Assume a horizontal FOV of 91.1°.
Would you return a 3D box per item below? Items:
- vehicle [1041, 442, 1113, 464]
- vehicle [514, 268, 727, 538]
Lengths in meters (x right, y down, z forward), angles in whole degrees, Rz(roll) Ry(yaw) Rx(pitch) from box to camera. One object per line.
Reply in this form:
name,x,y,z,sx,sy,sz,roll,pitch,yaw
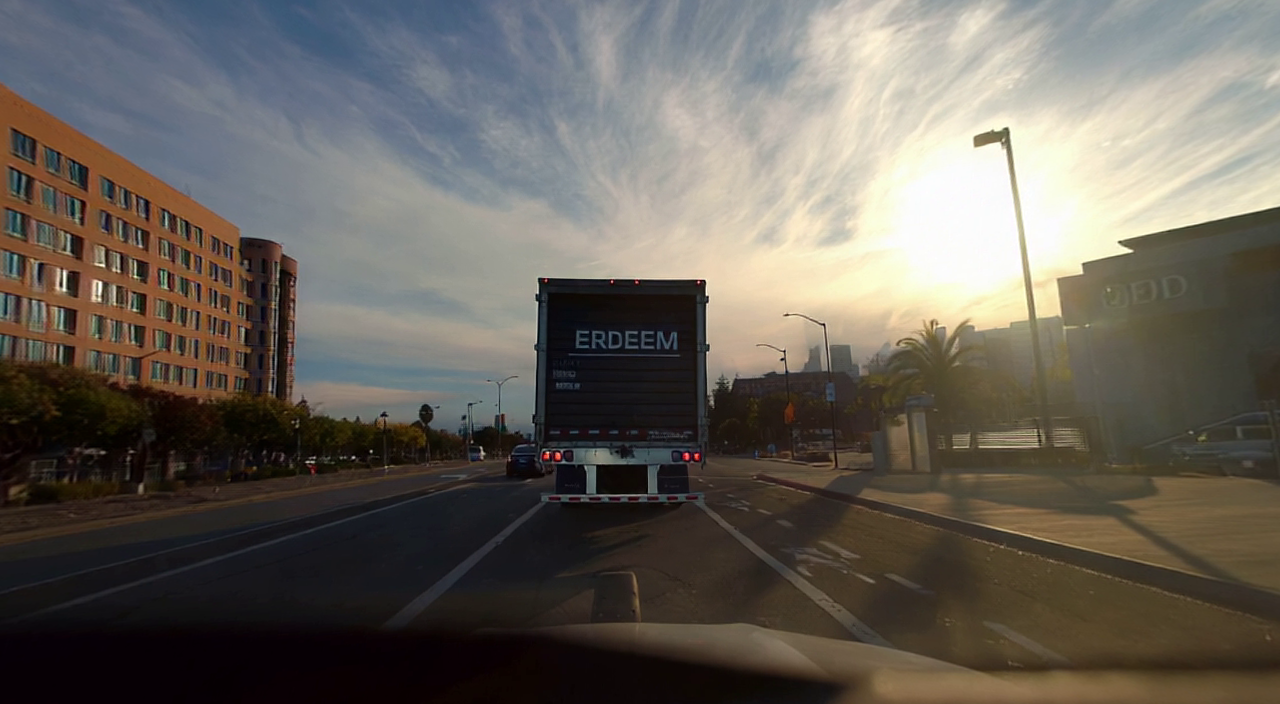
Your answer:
vehicle,31.353,7.222,45.174,1.652,1.423,3.797,5,-9,-36
vehicle,-0.215,1.281,13.373,2.876,3.724,9.351,0,-8,1
